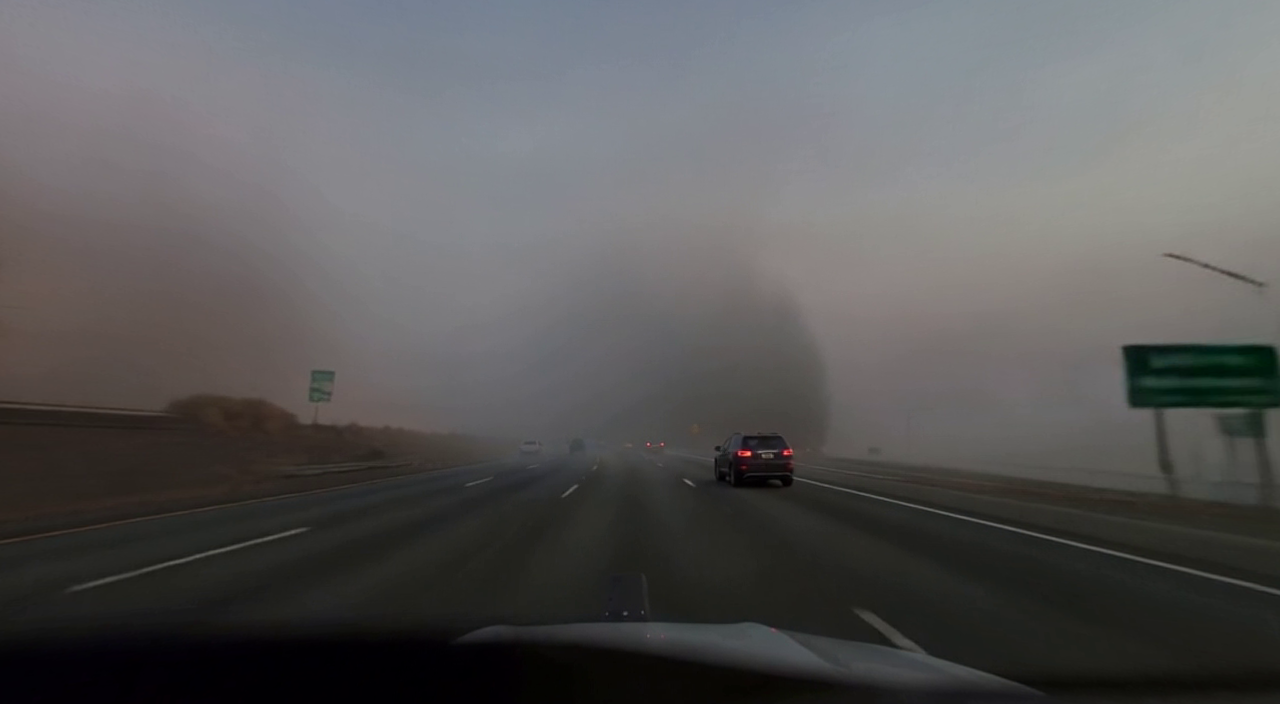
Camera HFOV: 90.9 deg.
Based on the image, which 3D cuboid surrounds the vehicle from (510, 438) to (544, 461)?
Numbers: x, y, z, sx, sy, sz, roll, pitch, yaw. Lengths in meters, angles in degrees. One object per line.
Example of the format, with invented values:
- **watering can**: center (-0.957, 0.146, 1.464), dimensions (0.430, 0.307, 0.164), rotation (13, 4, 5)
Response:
- **vehicle**: center (-8.851, 7.666, 49.637), dimensions (2.064, 1.645, 4.286), rotation (0, -8, -3)

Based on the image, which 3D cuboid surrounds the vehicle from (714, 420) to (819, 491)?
- **vehicle**: center (3.524, 2.992, 18.509), dimensions (2.043, 1.795, 4.347), rotation (0, -8, -2)
